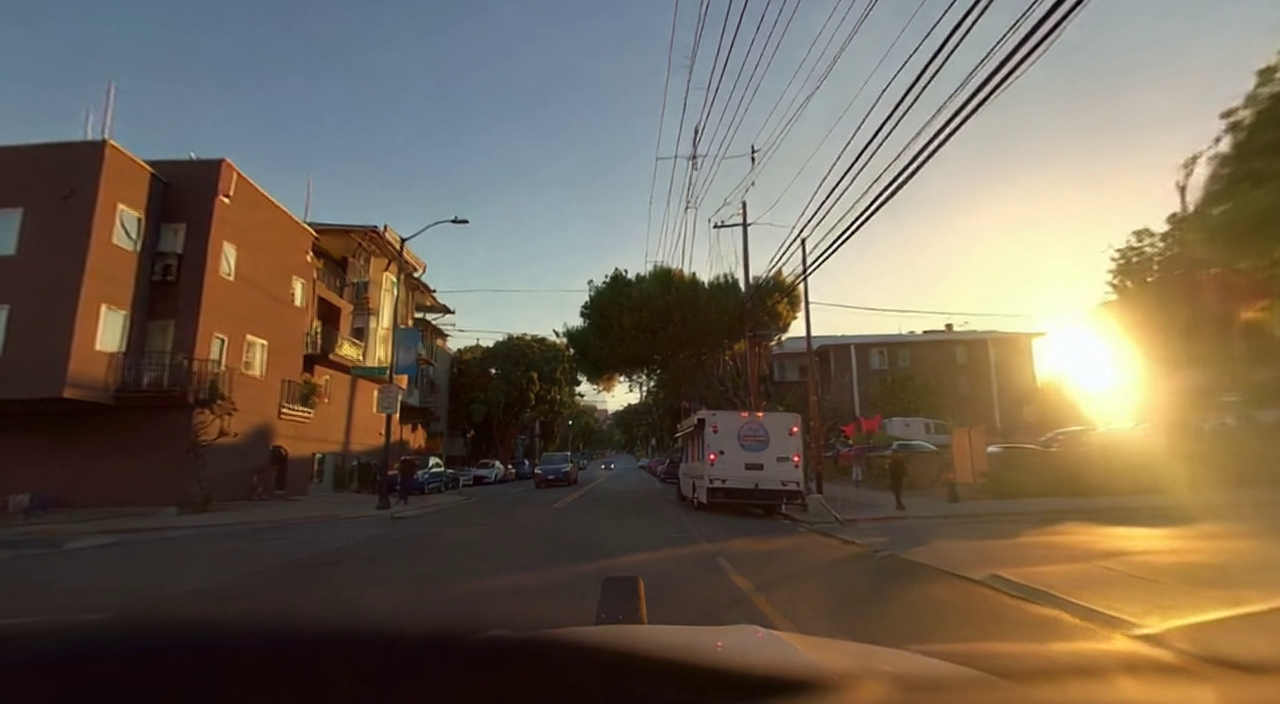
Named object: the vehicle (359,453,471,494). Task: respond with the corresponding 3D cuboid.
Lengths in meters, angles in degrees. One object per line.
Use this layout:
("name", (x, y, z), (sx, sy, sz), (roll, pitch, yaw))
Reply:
("vehicle", (-11.326, 6.096, 32.005), (5.093, 1.855, 2.338), (3, -10, -20))

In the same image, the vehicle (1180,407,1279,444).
("vehicle", (28.055, 3.417, 29.210), (4.413, 1.608, 1.858), (0, -9, -2))

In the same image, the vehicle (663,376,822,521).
("vehicle", (2.507, 2.794, 18.546), (2.886, 3.321, 7.809), (0, -9, -3))

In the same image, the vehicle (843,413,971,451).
("vehicle", (10.770, 3.270, 25.720), (4.396, 1.459, 1.749), (0, -8, -3))

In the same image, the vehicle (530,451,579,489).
("vehicle", (-4.203, 5.851, 31.639), (1.952, 1.708, 4.096), (0, -9, -1))

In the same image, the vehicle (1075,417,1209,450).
("vehicle", (22.942, 3.771, 28.994), (4.641, 1.441, 1.745), (0, -9, 0))
